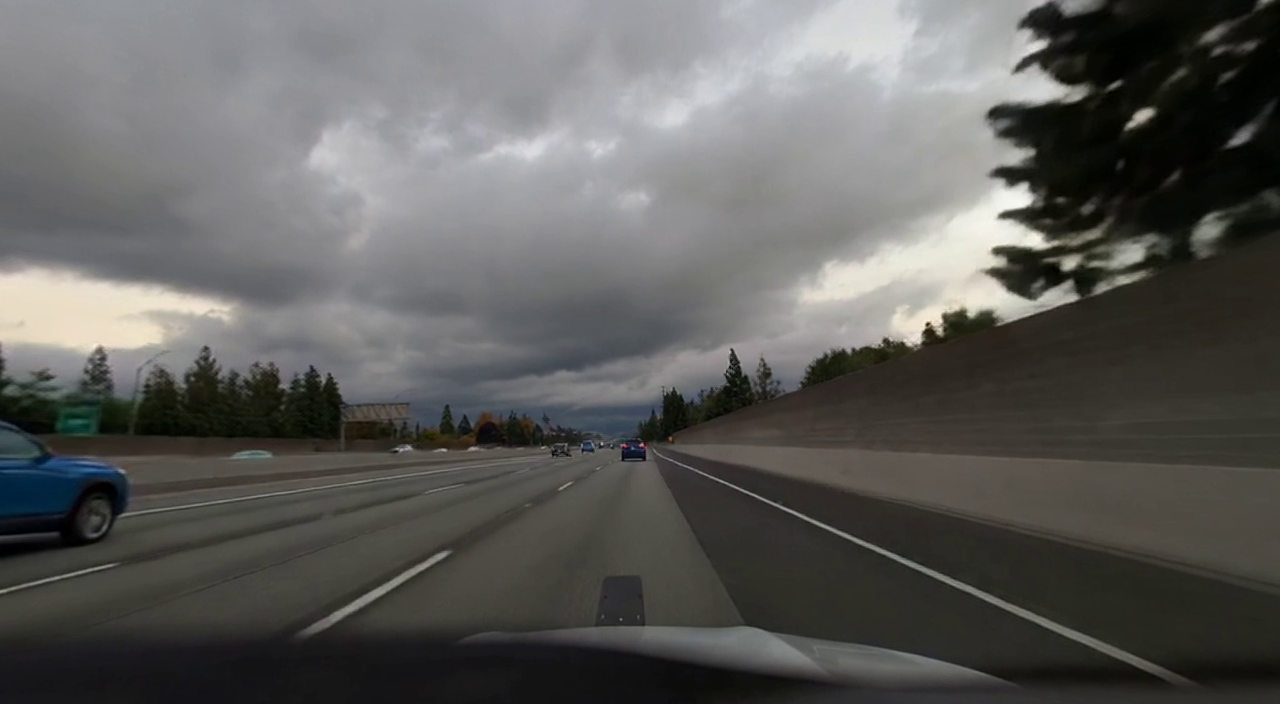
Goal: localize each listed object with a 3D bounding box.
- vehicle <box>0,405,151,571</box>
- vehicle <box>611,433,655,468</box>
[{"bbox_3d":[-7.741,1.373,6.248,2.166,1.705,4.433,0,-9,0],"label":"vehicle"},{"bbox_3d":[-0.325,5.182,33.087,2.141,1.706,4.065,0,-9,1],"label":"vehicle"}]
